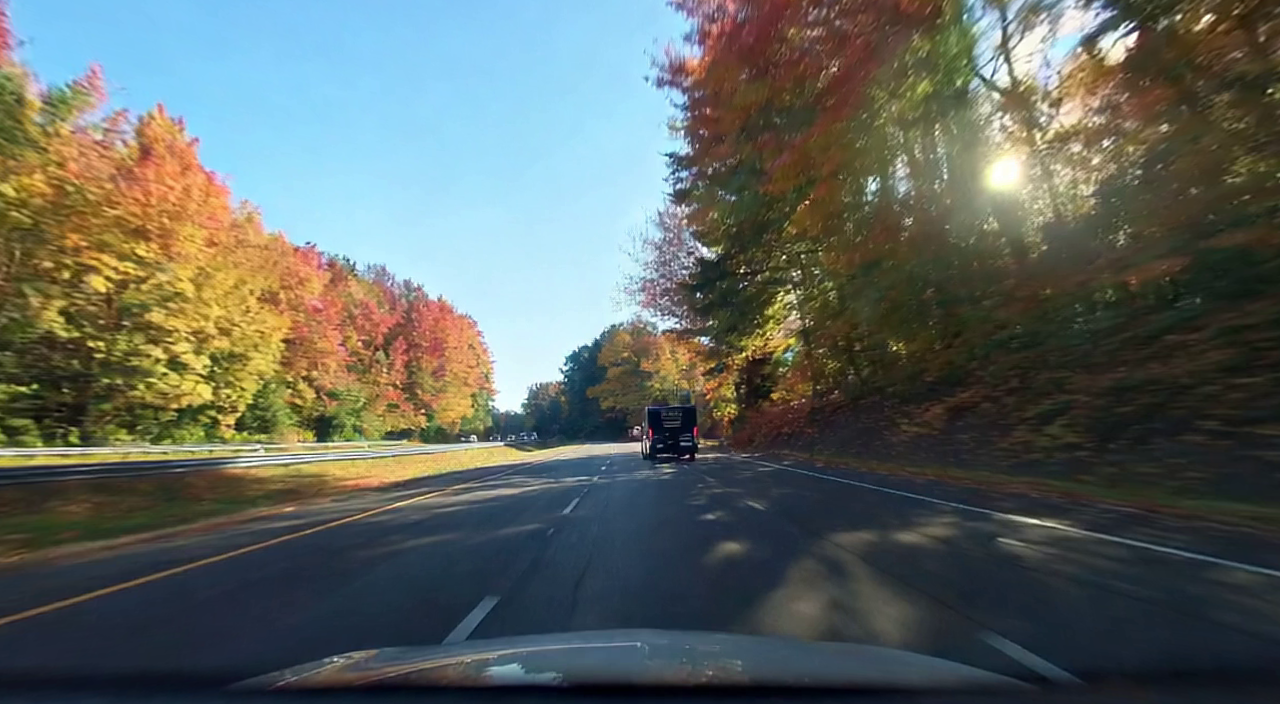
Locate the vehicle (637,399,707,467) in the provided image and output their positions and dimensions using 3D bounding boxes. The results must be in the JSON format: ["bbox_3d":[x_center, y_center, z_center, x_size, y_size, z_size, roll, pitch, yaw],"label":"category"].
[{"bbox_3d":[1.365,3.954,30.587,2.815,2.876,7.101,0,-8,-2],"label":"vehicle"}]
